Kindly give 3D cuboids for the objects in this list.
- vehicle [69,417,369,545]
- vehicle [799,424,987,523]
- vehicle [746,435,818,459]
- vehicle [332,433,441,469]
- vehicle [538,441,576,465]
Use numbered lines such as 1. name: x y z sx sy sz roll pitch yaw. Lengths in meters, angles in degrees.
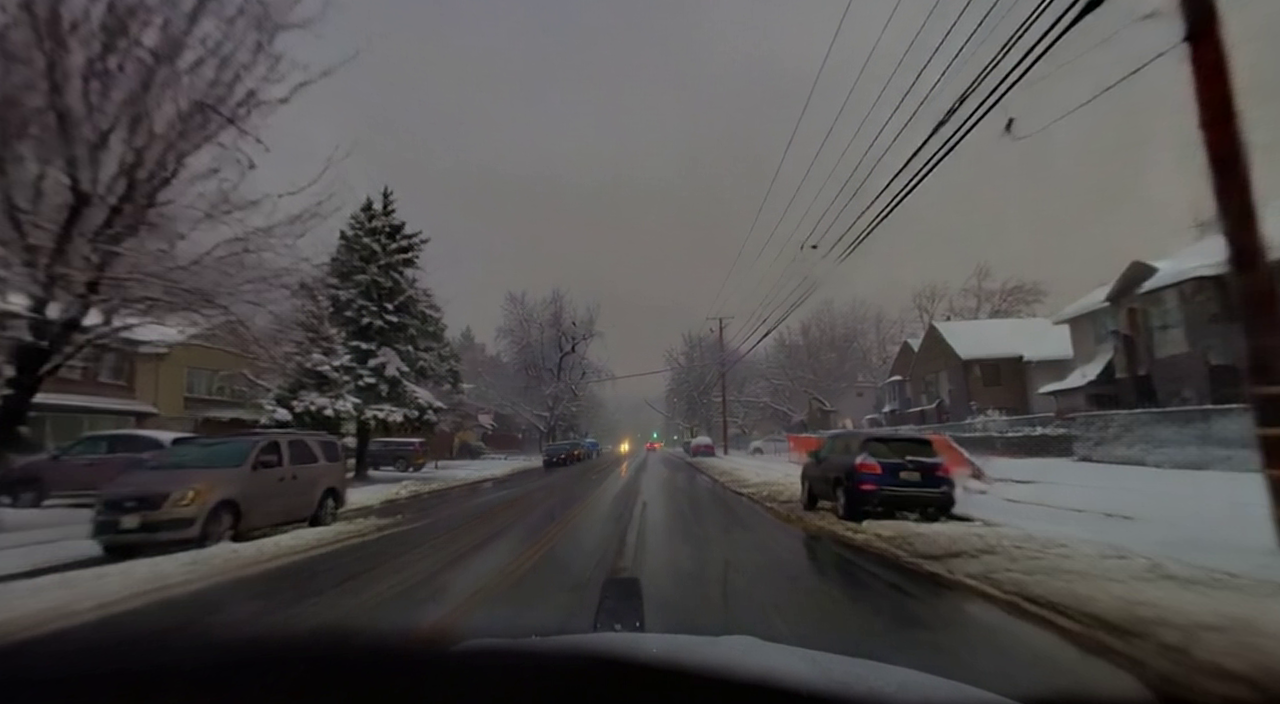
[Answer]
1. vehicle: -7.021 2.181 11.360 2.055 1.806 4.540 -1 -8 3
2. vehicle: 4.546 2.233 12.145 1.902 1.542 4.099 0 -8 0
3. vehicle: 10.722 7.202 47.958 4.920 1.759 1.998 1 -8 -1
4. vehicle: -13.069 5.133 32.778 4.752 1.734 1.998 0 -8 2
5. vehicle: -5.745 7.075 44.231 1.771 1.512 4.281 1 -9 4
